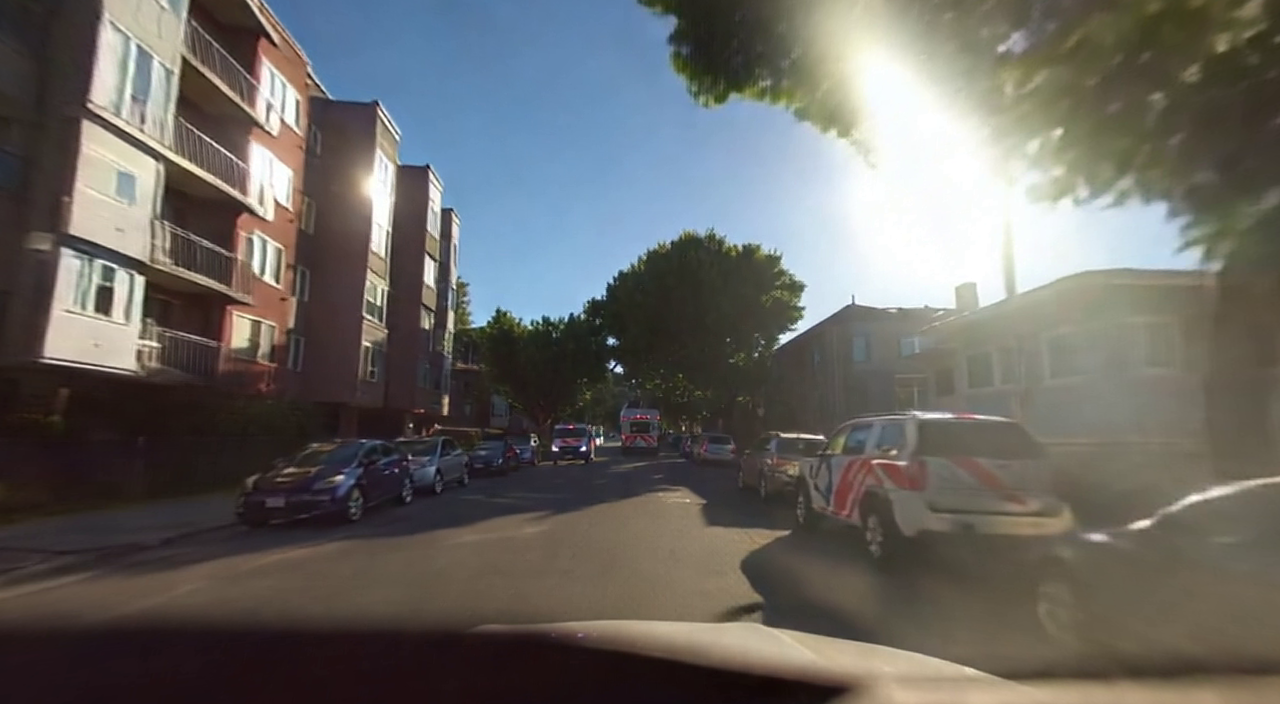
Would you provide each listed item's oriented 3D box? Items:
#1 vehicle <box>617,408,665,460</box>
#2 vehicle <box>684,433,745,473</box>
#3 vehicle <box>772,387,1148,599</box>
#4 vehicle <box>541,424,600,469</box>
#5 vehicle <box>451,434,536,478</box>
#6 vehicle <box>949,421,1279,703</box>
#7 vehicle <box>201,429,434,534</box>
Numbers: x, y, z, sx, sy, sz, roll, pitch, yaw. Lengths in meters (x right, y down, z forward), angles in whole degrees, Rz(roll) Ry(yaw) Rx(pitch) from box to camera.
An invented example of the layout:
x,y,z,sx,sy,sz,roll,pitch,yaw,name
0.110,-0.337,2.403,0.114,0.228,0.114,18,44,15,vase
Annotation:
x,y,z,sx,sy,sz,roll,pitch,yaw,name
-0.078,5.260,40.547,2.754,3.008,7.730,0,-8,-2,vehicle
3.311,4.526,28.802,2.035,1.549,4.373,4,-8,-2,vehicle
3.329,1.554,7.991,2.188,1.810,4.709,2,-8,-2,vehicle
-2.938,4.076,27.557,2.029,1.802,4.229,0,-7,1,vehicle
-5.293,3.799,23.561,2.047,1.471,4.647,0,-7,0,vehicle
3.386,1.055,2.709,1.913,1.434,4.408,2,-7,0,vehicle
-5.406,2.167,11.378,1.921,1.482,4.280,-1,-7,0,vehicle
